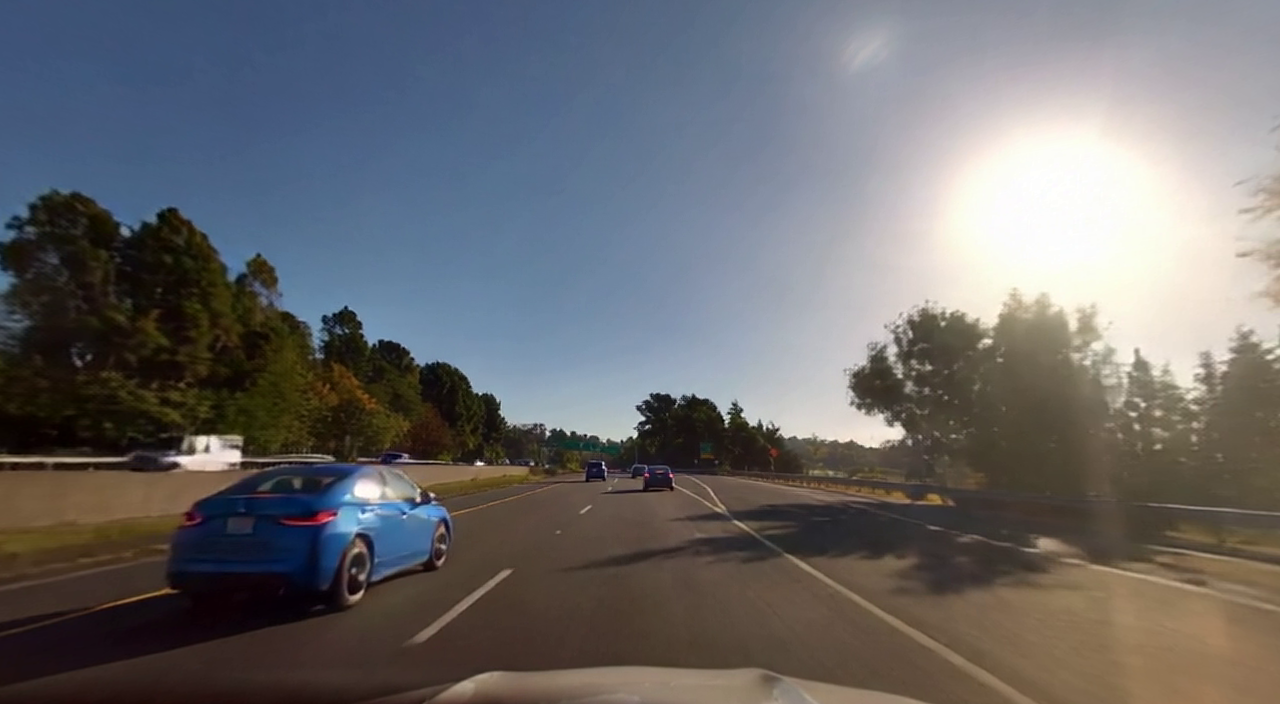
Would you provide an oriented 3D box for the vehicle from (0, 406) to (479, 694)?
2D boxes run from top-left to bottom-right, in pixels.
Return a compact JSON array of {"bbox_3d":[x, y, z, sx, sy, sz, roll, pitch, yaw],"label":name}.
[{"bbox_3d":[-3.333,1.607,6.175,2.176,1.678,4.724,0,-11,1],"label":"vehicle"}]

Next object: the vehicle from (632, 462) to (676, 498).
[{"bbox_3d":[0.620,6.004,29.627,1.905,1.559,3.491,1,-11,-1],"label":"vehicle"}]
